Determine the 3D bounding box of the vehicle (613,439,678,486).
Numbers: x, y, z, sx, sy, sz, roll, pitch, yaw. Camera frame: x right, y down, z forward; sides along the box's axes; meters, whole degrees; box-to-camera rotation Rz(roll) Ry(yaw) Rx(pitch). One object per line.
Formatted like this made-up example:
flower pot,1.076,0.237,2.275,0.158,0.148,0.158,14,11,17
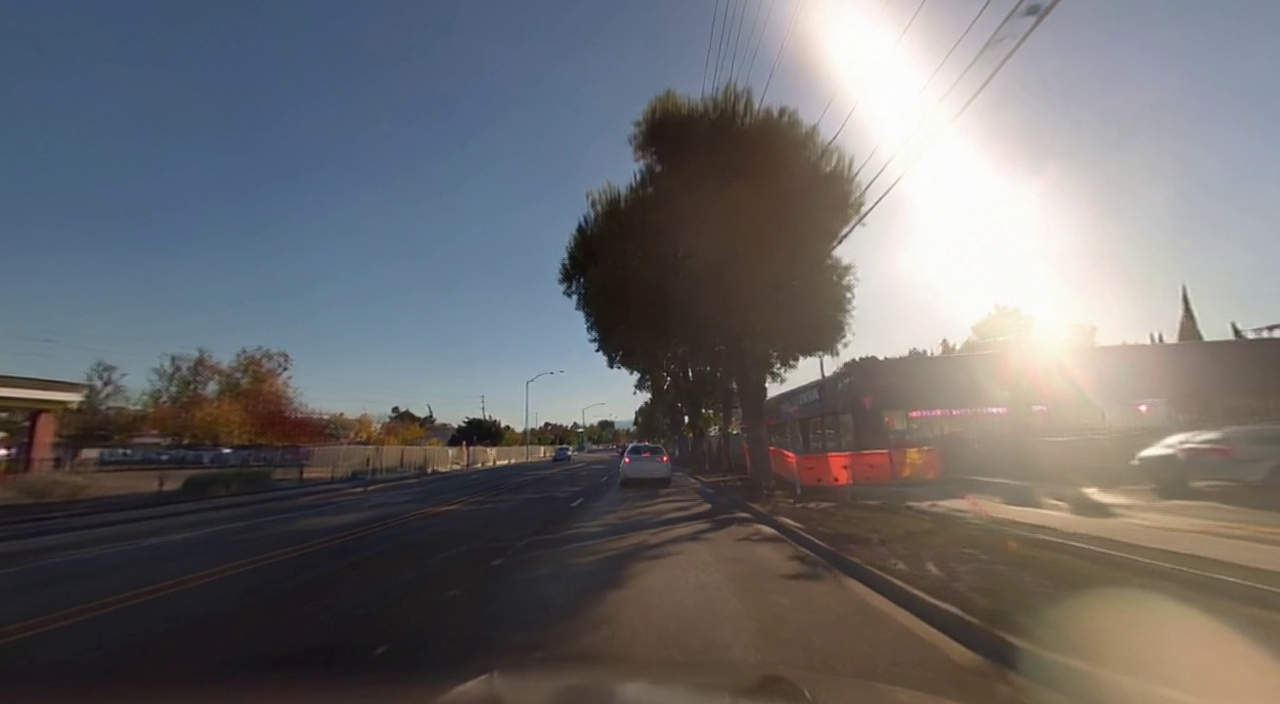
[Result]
vehicle,0.168,3.952,22.759,2.144,1.514,4.063,-1,-8,0

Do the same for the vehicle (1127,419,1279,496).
vehicle,14.014,2.394,14.612,1.841,1.563,4.335,-1,-8,0
